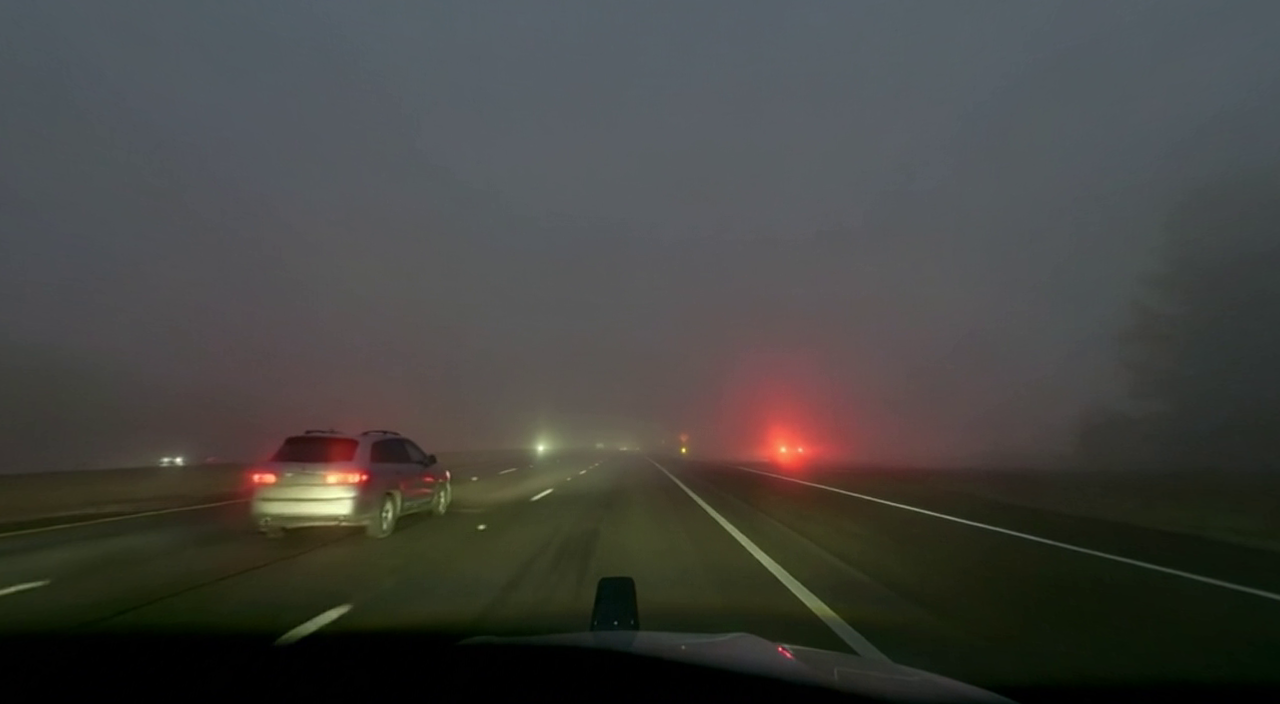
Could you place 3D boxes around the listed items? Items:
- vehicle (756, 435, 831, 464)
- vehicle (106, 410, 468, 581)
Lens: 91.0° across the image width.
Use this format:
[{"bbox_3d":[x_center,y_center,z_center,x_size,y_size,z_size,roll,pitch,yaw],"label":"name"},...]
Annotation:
[{"bbox_3d":[9.449,6.060,39.279,2.136,1.641,4.964,2,-8,-19],"label":"vehicle"},{"bbox_3d":[-4.218,1.781,8.865,2.200,1.662,5.091,0,-8,-1],"label":"vehicle"}]
